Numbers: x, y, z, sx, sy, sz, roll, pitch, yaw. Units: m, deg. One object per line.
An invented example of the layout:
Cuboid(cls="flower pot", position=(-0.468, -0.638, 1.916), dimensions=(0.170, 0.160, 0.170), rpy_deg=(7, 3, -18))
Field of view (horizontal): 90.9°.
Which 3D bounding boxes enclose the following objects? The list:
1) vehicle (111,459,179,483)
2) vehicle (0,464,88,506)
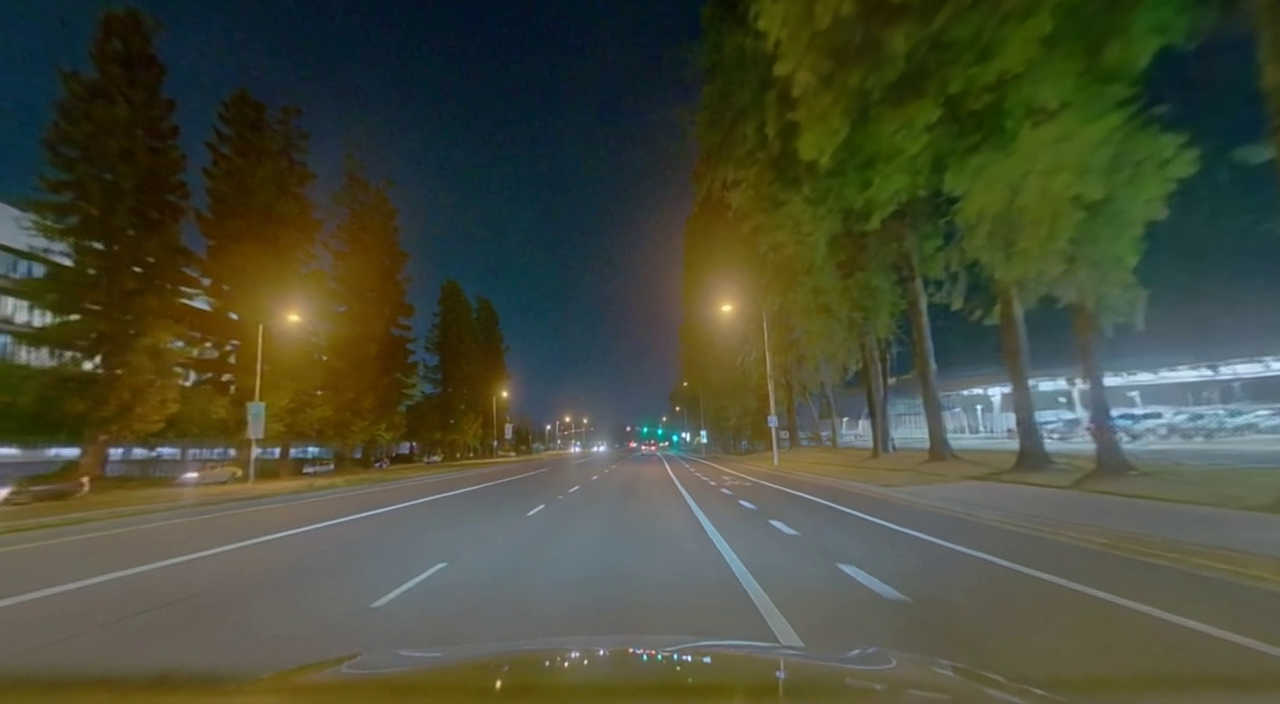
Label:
Cuboid(cls="vehicle", position=(-37.386, 8.984, 47.740), dimensions=(1.819, 1.589, 4.040), rpy_deg=(0, -8, 1))
Cuboid(cls="vehicle", position=(-29.848, 6.394, 30.490), dimensions=(1.902, 1.746, 4.706), rpy_deg=(0, -8, 1))
